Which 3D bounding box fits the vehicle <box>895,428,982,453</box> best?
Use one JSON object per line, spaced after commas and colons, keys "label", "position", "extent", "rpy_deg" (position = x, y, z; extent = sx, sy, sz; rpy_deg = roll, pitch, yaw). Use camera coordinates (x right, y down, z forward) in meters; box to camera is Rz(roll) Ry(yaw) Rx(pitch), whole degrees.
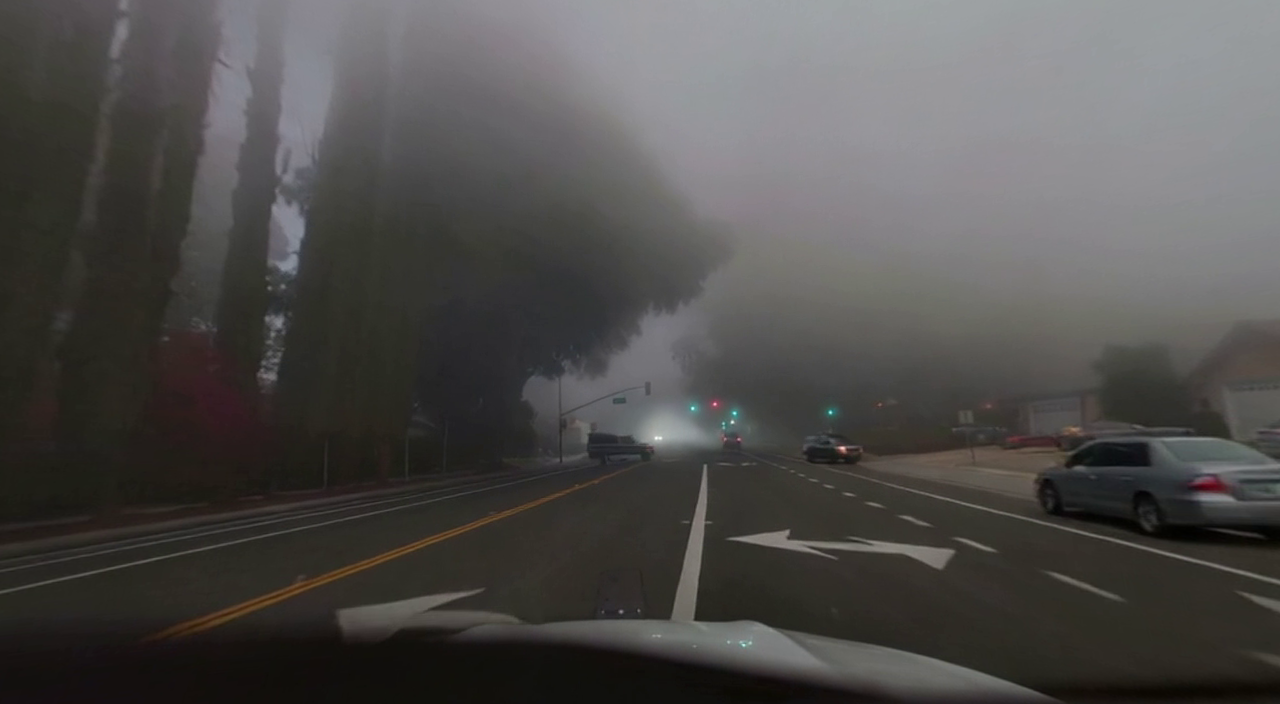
{"label": "vehicle", "position": [19.697, 5.851, 41.873], "extent": [4.702, 1.595, 1.986], "rpy_deg": [-1, -9, 6]}

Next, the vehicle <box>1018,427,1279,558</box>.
{"label": "vehicle", "position": [7.656, 1.874, 9.168], "extent": [1.917, 1.440, 4.335], "rpy_deg": [-1, -8, 5]}
